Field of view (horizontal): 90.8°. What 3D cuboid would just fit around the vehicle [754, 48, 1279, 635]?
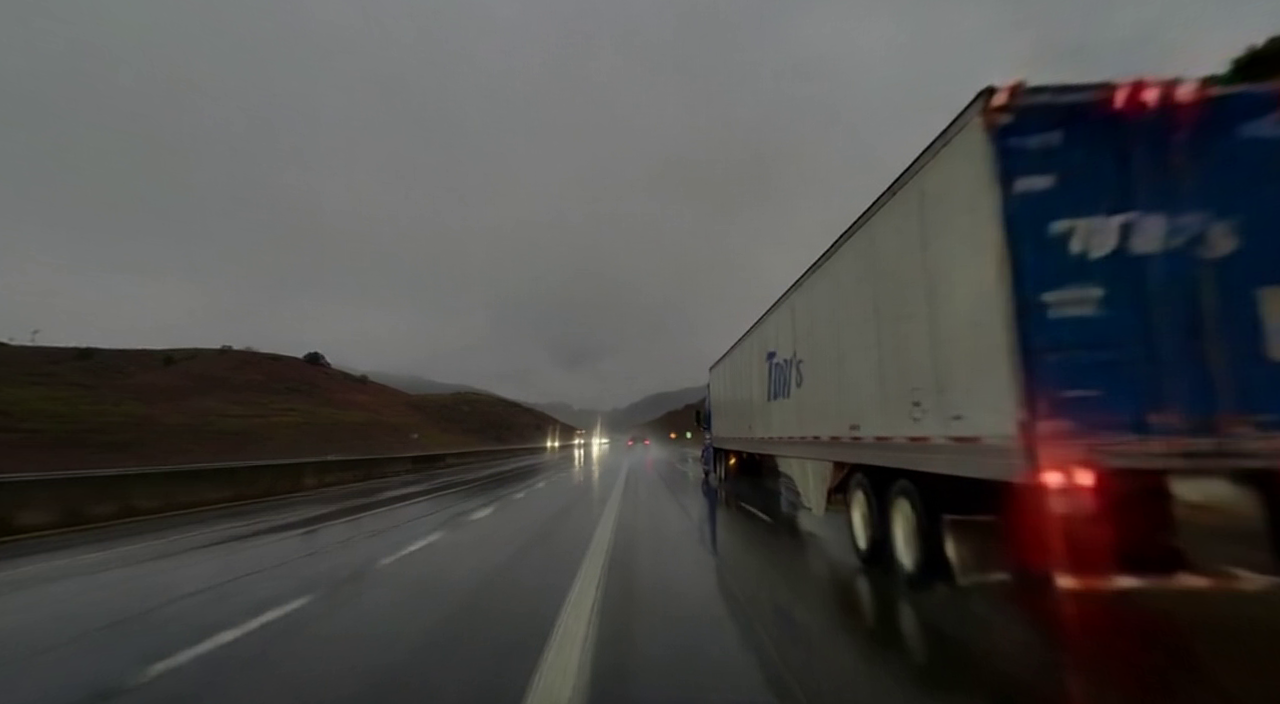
[{"bbox_3d":[4.182,0.467,9.367,3.039,4.342,9.556,-1,-8,-1],"label":"vehicle"}]
